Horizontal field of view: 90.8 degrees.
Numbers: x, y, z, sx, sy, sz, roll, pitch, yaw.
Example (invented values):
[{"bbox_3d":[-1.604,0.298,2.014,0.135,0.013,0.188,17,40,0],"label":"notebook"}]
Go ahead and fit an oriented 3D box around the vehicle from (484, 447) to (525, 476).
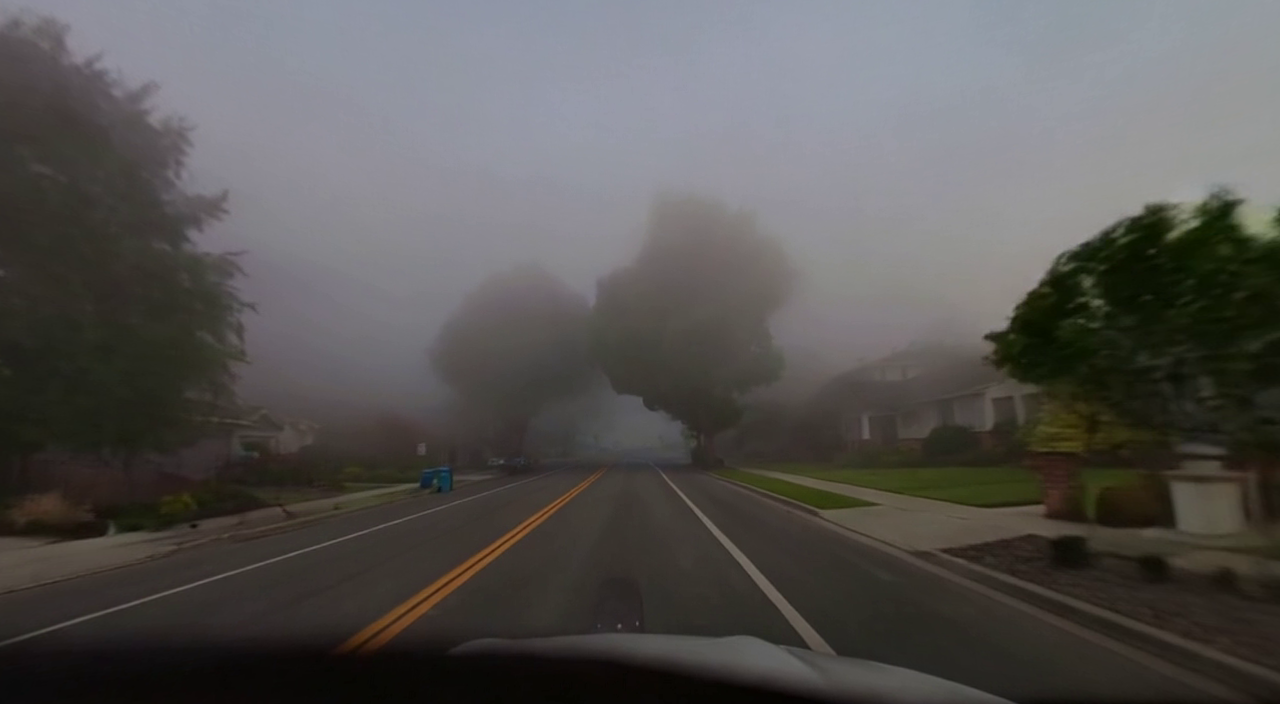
[{"bbox_3d":[-9.492,7.681,44.514,1.998,1.689,4.384,-4,-8,-2],"label":"vehicle"}]
